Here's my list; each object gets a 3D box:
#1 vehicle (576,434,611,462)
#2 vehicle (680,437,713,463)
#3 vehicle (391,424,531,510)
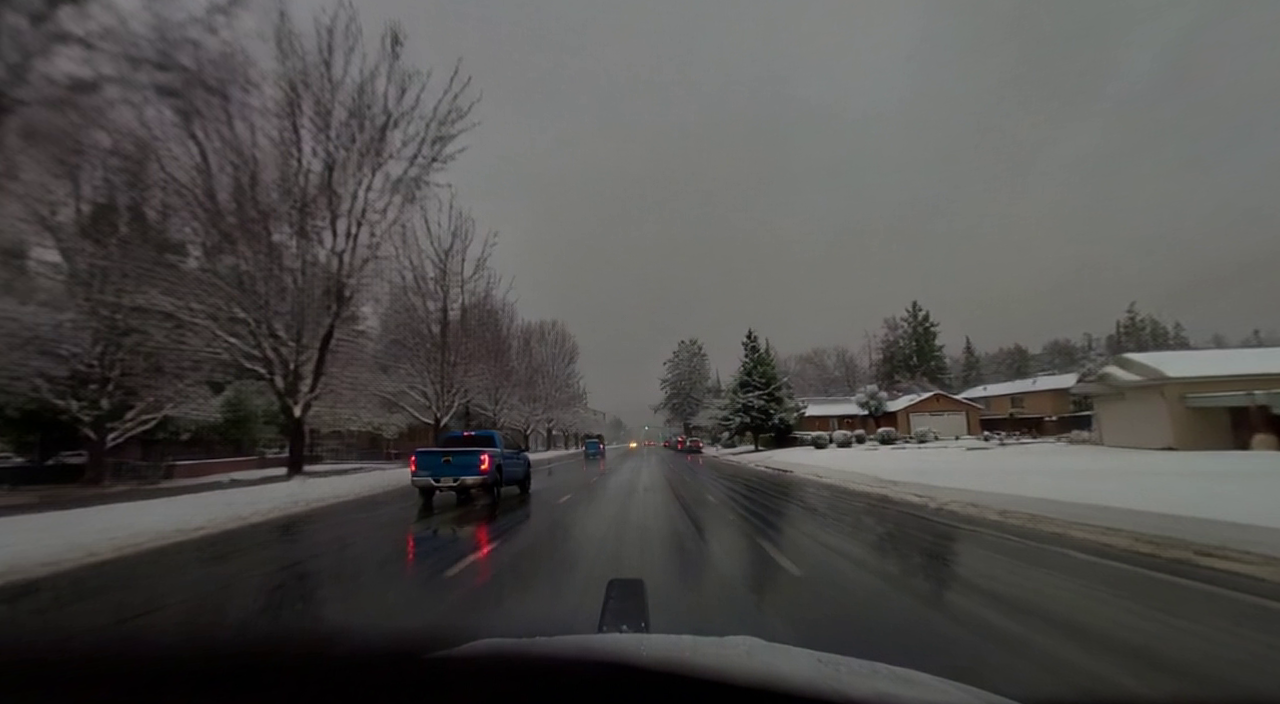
[{"bbox_3d":[-3.422,7.201,47.178,2.230,1.987,4.385,0,-8,2],"label":"vehicle"},{"bbox_3d":[4.051,7.145,46.000,2.016,1.736,4.356,0,-8,0],"label":"vehicle"},{"bbox_3d":[-4.094,2.708,15.360,2.002,1.747,4.728,0,-8,0],"label":"vehicle"}]
